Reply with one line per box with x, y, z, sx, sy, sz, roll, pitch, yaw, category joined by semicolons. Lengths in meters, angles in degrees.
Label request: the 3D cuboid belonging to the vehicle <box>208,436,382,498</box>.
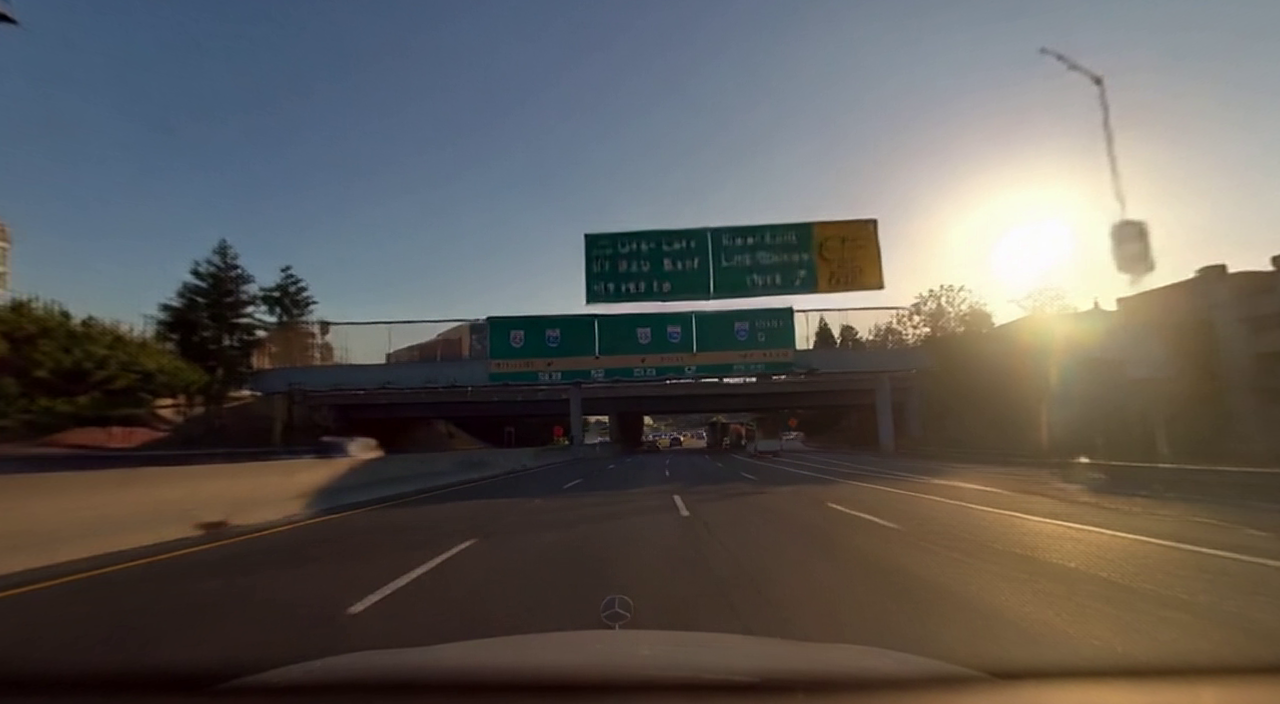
-9.375;3.152;17.776;2.327;1.492;4.540;0;-8;0;vehicle
